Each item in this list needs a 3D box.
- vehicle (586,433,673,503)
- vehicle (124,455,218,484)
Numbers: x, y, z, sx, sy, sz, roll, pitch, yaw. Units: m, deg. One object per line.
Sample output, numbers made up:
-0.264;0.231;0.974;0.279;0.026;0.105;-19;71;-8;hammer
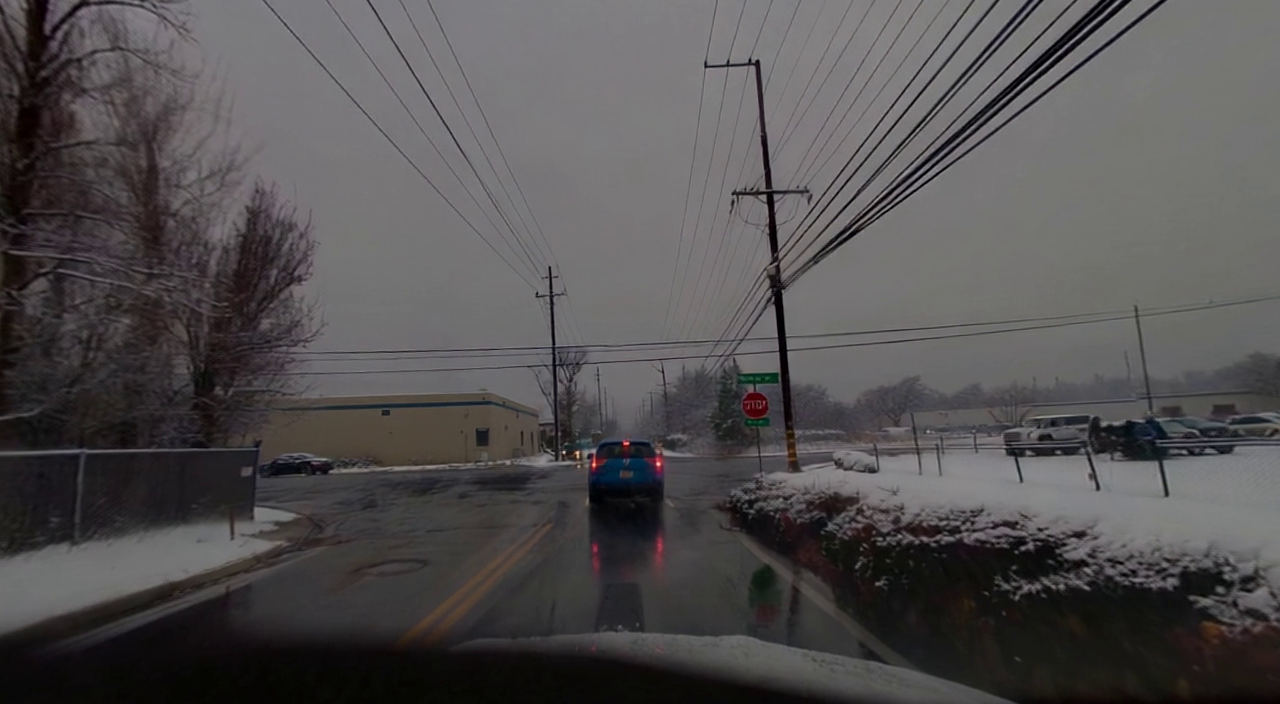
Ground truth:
-0.353;3.185;17.743;2.137;1.698;4.166;0;-8;-3;vehicle
-30.527;7.634;41.228;4.415;1.753;2.029;0;-8;0;vehicle
